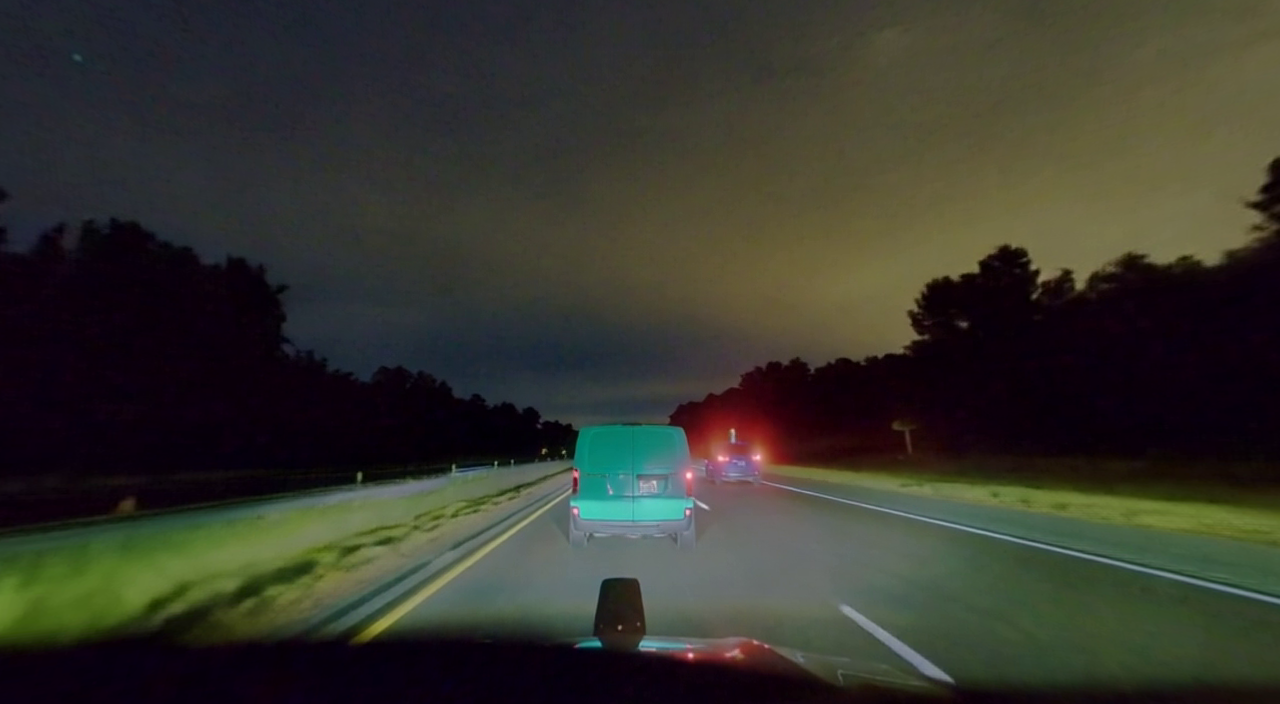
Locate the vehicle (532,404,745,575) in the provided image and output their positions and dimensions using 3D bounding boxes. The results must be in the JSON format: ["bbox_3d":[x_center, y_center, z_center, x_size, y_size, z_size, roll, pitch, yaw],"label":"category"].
[{"bbox_3d":[-0.010,1.806,8.923,2.288,1.823,4.059,0,-9,0],"label":"vehicle"}]
